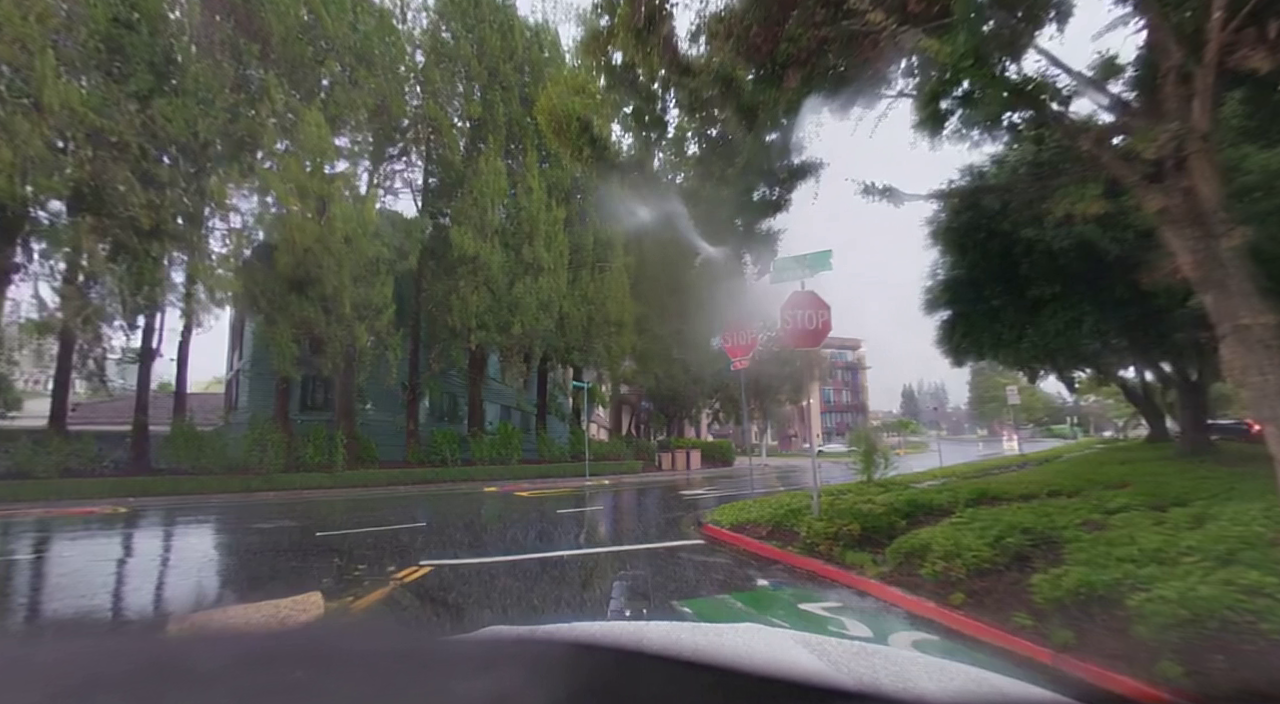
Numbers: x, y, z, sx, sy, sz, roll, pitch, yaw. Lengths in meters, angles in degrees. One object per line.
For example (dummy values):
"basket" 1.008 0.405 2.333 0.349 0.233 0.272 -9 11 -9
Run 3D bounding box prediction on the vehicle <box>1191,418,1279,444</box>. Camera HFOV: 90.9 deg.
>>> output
"vehicle" 42.754 5.626 44.763 5.199 1.776 1.986 -1 -8 3
